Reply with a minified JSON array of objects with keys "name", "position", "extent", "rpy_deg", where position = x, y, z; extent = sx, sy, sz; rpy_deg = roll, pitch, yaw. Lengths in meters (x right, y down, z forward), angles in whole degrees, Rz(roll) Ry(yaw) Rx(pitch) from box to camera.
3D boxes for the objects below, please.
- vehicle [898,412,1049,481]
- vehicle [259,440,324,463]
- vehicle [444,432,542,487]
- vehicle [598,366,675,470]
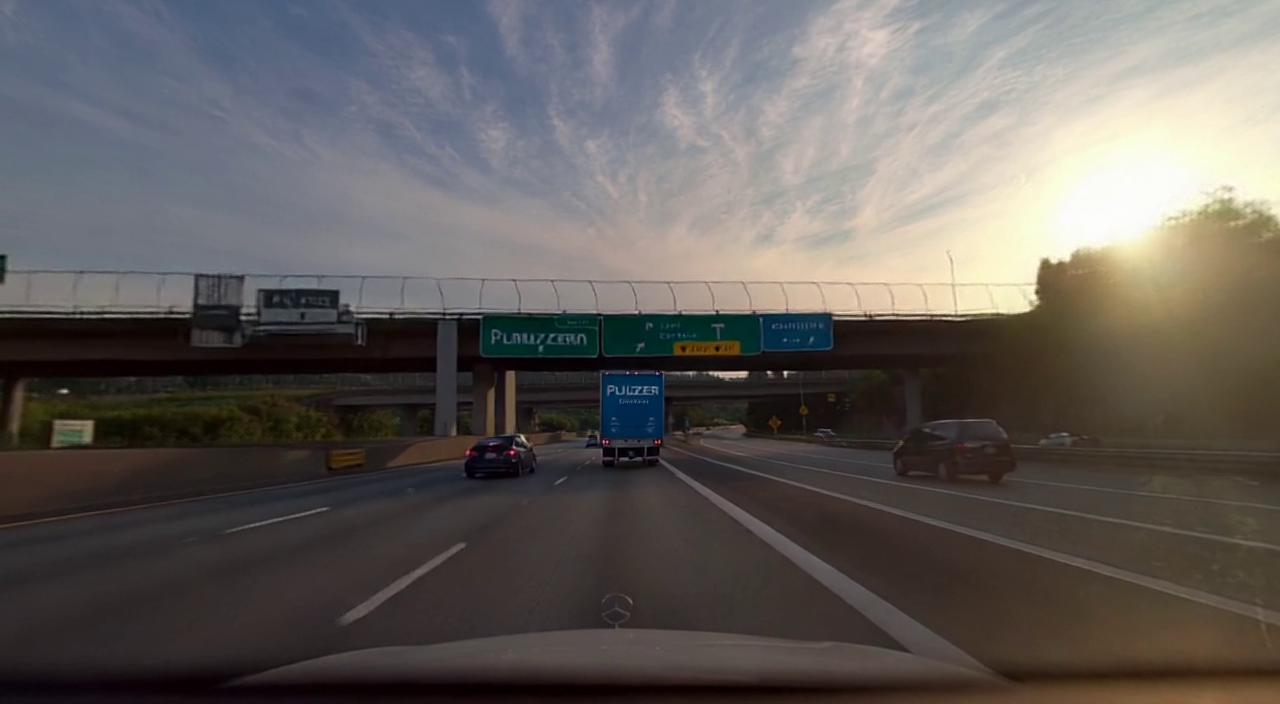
[{"name":"vehicle","position":[9.934,2.868,19.286],"extent":[2.052,1.841,4.481],"rpy_deg":[0,-8,-1]},{"name":"vehicle","position":[-24.315,6.926,44.166],"extent":[1.869,1.515,4.759],"rpy_deg":[0,-8,-1]},{"name":"vehicle","position":[-4.221,3.127,18.782],"extent":[1.943,1.446,4.158],"rpy_deg":[0,-8,0]},{"name":"vehicle","position":[-0.337,3.307,30.035],"extent":[2.926,3.959,11.818],"rpy_deg":[0,-8,-2]}]
